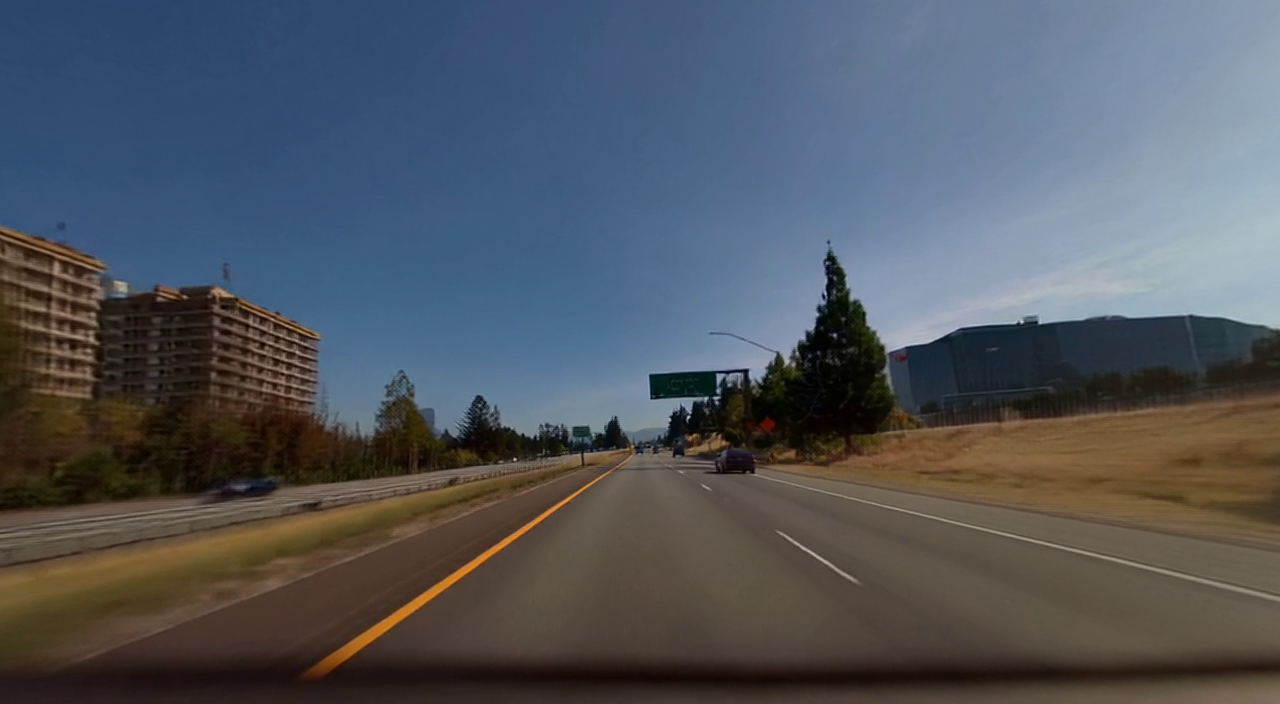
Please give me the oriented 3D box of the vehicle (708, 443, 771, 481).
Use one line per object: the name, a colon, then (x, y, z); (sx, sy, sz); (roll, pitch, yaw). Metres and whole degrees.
vehicle: (4.344, 4.855, 28.147); (2.042, 1.518, 4.477); (0, -9, -1)
